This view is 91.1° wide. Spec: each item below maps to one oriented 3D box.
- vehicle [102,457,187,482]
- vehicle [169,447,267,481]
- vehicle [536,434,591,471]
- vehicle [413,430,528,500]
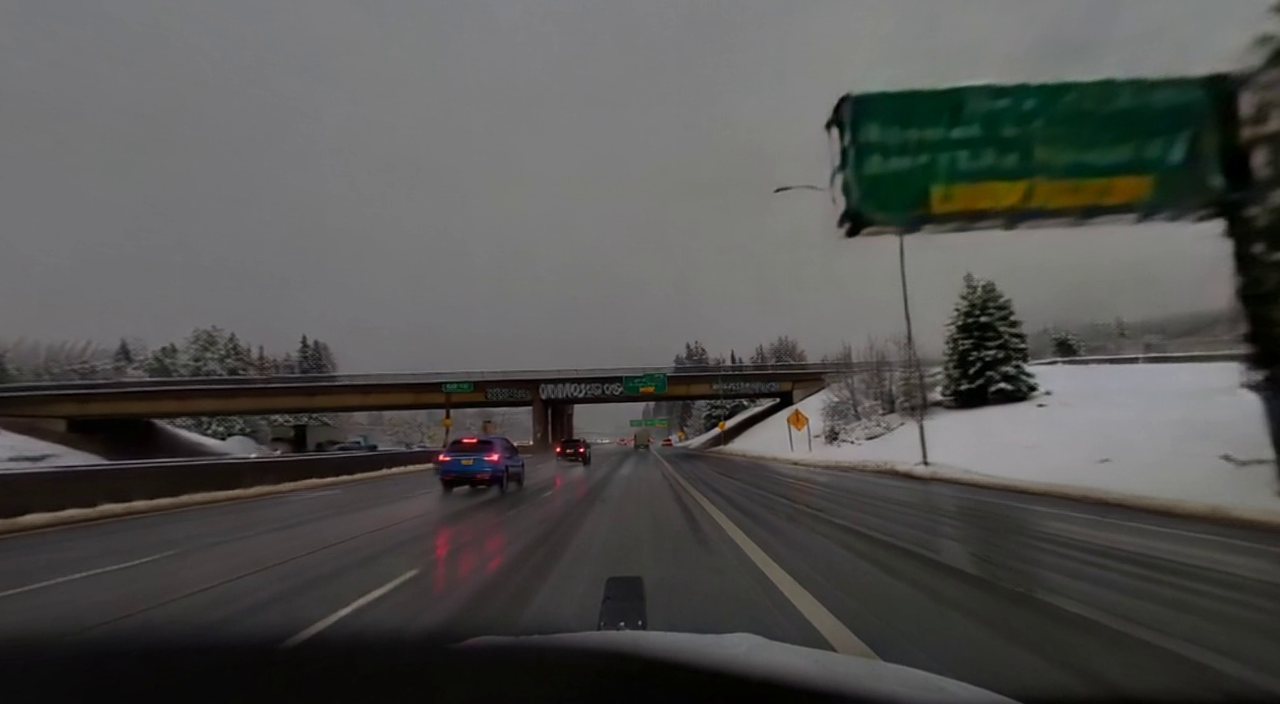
[{"bbox_3d":[-35.220,8.338,44.833,1.969,1.515,5.131,0,-8,-1],"label":"vehicle"},{"bbox_3d":[-20.541,5.436,30.780,1.845,1.497,4.265,0,-8,0],"label":"vehicle"},{"bbox_3d":[-3.736,5.008,31.398,2.154,1.693,4.394,0,-8,1],"label":"vehicle"},{"bbox_3d":[-4.362,2.954,16.862,1.969,1.633,3.962,0,-8,0],"label":"vehicle"}]
